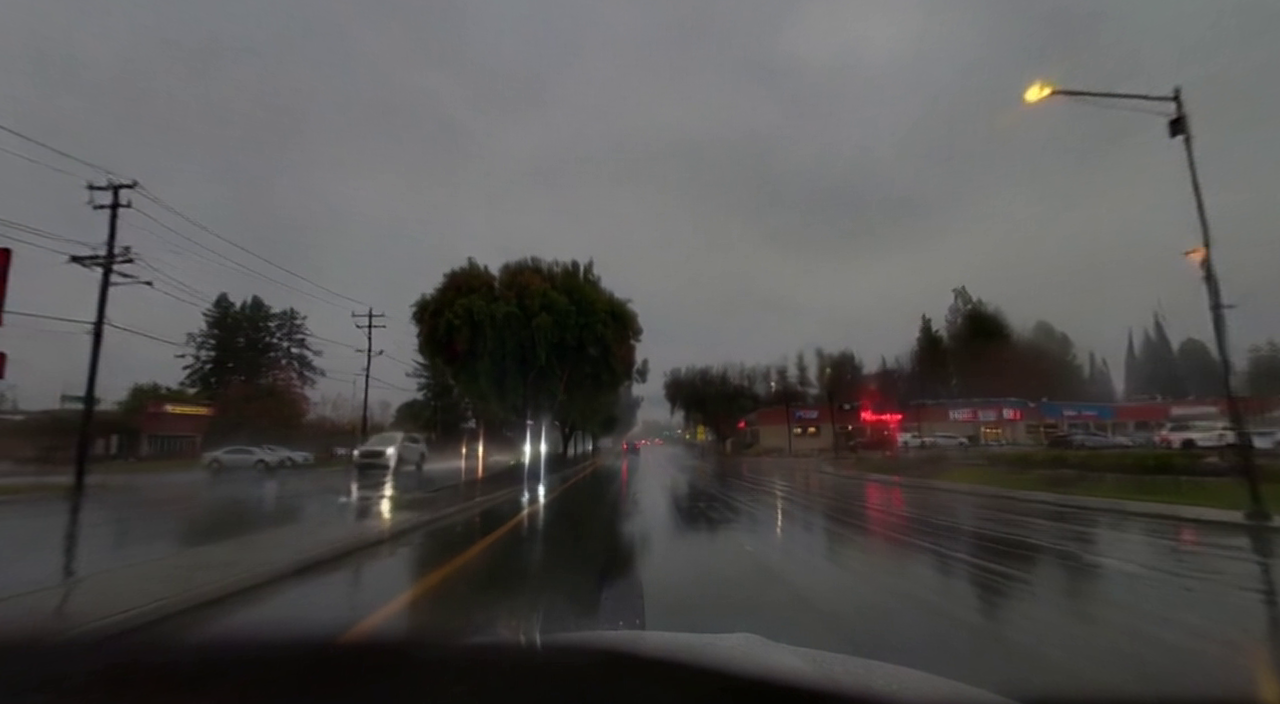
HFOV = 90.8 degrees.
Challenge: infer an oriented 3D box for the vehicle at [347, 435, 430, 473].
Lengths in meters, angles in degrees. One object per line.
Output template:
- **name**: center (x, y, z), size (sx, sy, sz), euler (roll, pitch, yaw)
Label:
- **vehicle**: center (-12.823, 5.222, 32.644), size (2.057, 1.795, 5.300), euler (0, -8, 1)

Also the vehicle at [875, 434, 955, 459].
- **vehicle**: center (17.848, 6.176, 41.131), size (4.264, 1.428, 1.822), euler (-3, -9, 4)

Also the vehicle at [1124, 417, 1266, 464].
- **vehicle**: center (24.674, 4.023, 28.405), size (2.136, 1.872, 4.695), euler (-1, -9, 2)

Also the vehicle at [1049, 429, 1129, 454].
- **vehicle**: center (32.888, 6.580, 46.457), size (2.083, 1.716, 5.134), euler (0, -8, 0)

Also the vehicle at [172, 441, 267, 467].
- **vehicle**: center (-28.808, 7.019, 43.404), size (4.886, 1.698, 2.224), euler (0, -8, -3)
